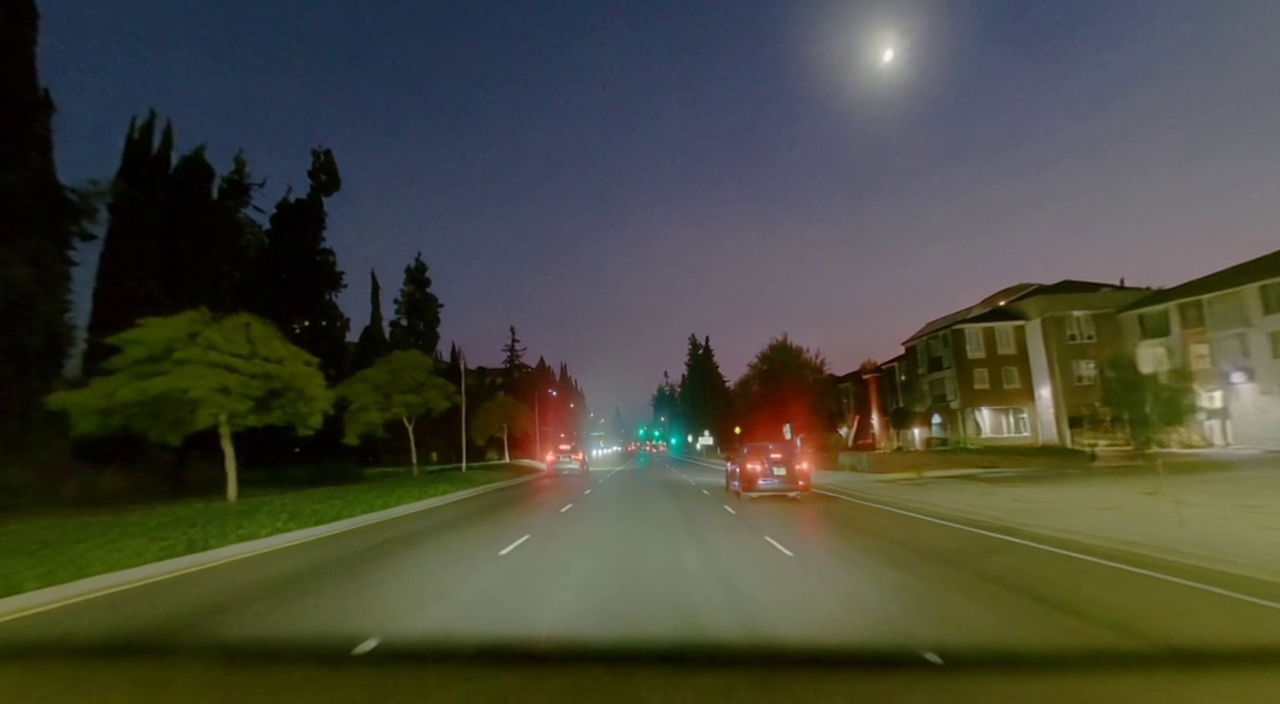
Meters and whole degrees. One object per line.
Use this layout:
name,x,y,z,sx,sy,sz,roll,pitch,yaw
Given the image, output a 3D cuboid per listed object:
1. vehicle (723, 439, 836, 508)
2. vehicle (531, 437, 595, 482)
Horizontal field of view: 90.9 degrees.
vehicle,3.430,3.061,16.389,1.945,1.530,4.320,0,-9,0
vehicle,-3.356,4.817,28.418,2.216,1.828,4.886,0,-9,1
